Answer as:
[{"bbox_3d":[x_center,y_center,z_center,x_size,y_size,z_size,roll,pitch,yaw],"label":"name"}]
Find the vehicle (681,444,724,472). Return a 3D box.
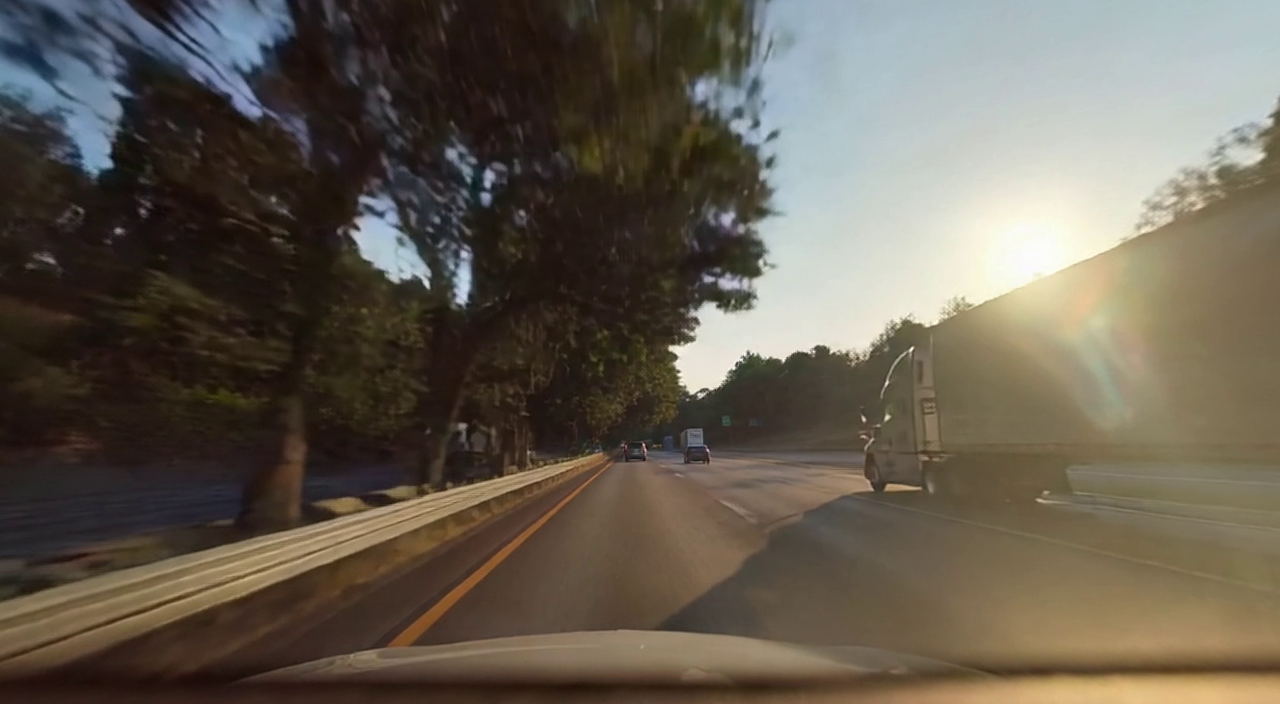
[{"bbox_3d":[3.629,6.248,37.222,2.025,1.534,4.179,0,-9,-2],"label":"vehicle"}]

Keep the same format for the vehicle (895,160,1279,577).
[{"bbox_3d":[7.806,0.413,7.867,3.044,4.073,14.016,0,-9,-1],"label":"vehicle"}]

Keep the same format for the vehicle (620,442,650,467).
[{"bbox_3d":[-0.364,7.476,45.954,2.114,1.706,4.106,0,-9,-1],"label":"vehicle"}]
